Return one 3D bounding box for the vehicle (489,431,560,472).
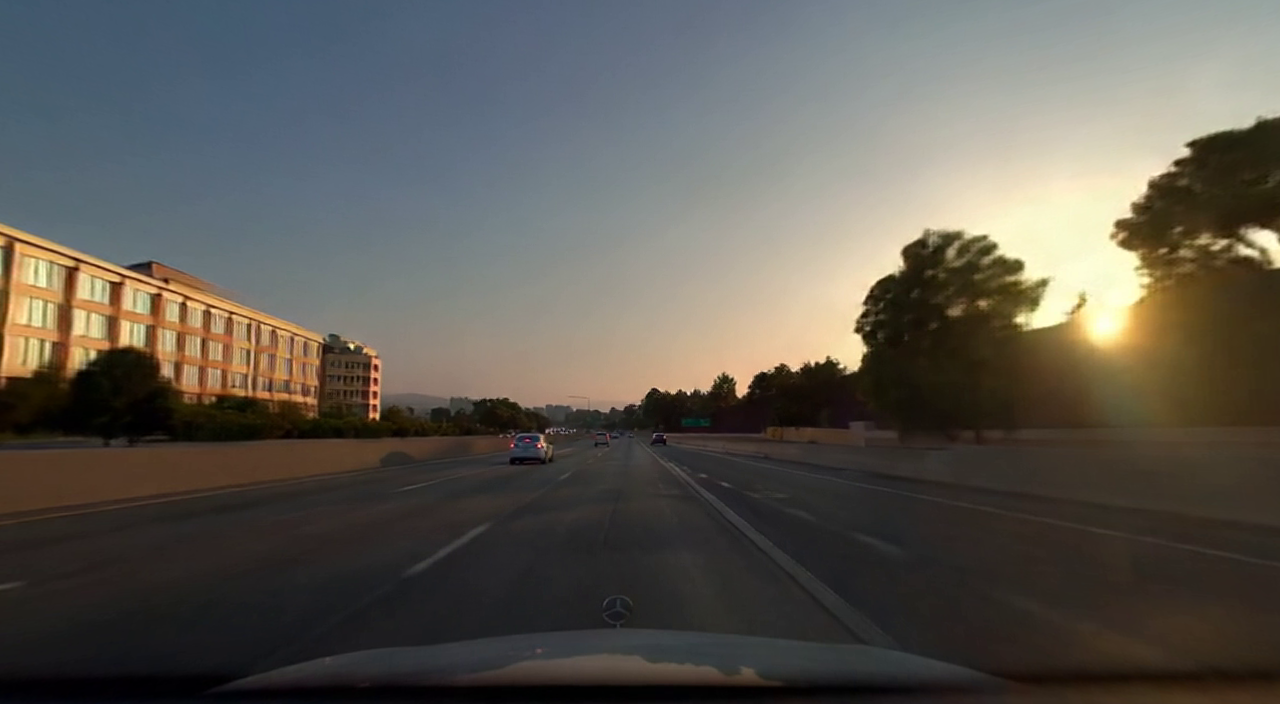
[{"bbox_3d":[-4.501,3.937,25.167,1.996,1.490,4.571,0,-8,-1],"label":"vehicle"}]
